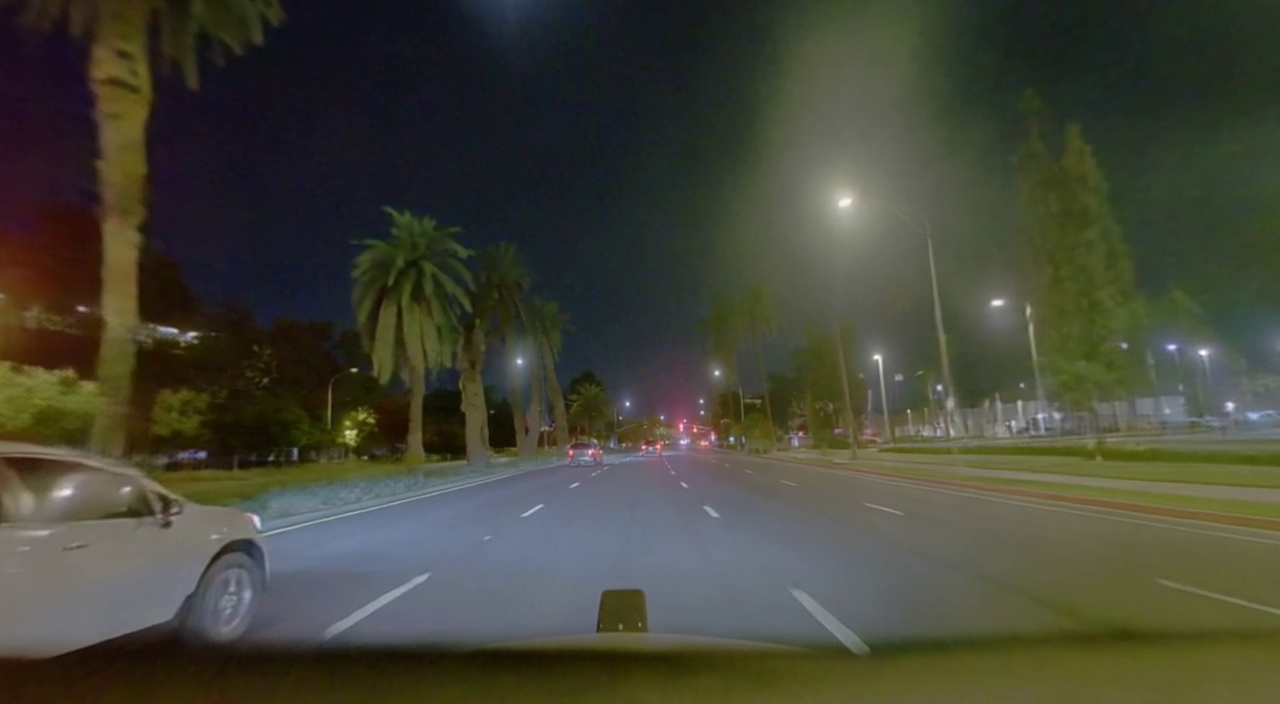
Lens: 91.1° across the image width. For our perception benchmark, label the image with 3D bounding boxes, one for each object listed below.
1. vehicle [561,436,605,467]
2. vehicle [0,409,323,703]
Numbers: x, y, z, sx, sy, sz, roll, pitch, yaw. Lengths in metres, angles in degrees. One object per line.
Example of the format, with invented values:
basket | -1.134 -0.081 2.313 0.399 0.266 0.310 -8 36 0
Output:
vehicle | -3.569 6.336 40.216 2.188 1.819 4.667 -1 -8 3
vehicle | -3.670 1.008 2.756 2.036 1.478 4.771 0 -8 0
